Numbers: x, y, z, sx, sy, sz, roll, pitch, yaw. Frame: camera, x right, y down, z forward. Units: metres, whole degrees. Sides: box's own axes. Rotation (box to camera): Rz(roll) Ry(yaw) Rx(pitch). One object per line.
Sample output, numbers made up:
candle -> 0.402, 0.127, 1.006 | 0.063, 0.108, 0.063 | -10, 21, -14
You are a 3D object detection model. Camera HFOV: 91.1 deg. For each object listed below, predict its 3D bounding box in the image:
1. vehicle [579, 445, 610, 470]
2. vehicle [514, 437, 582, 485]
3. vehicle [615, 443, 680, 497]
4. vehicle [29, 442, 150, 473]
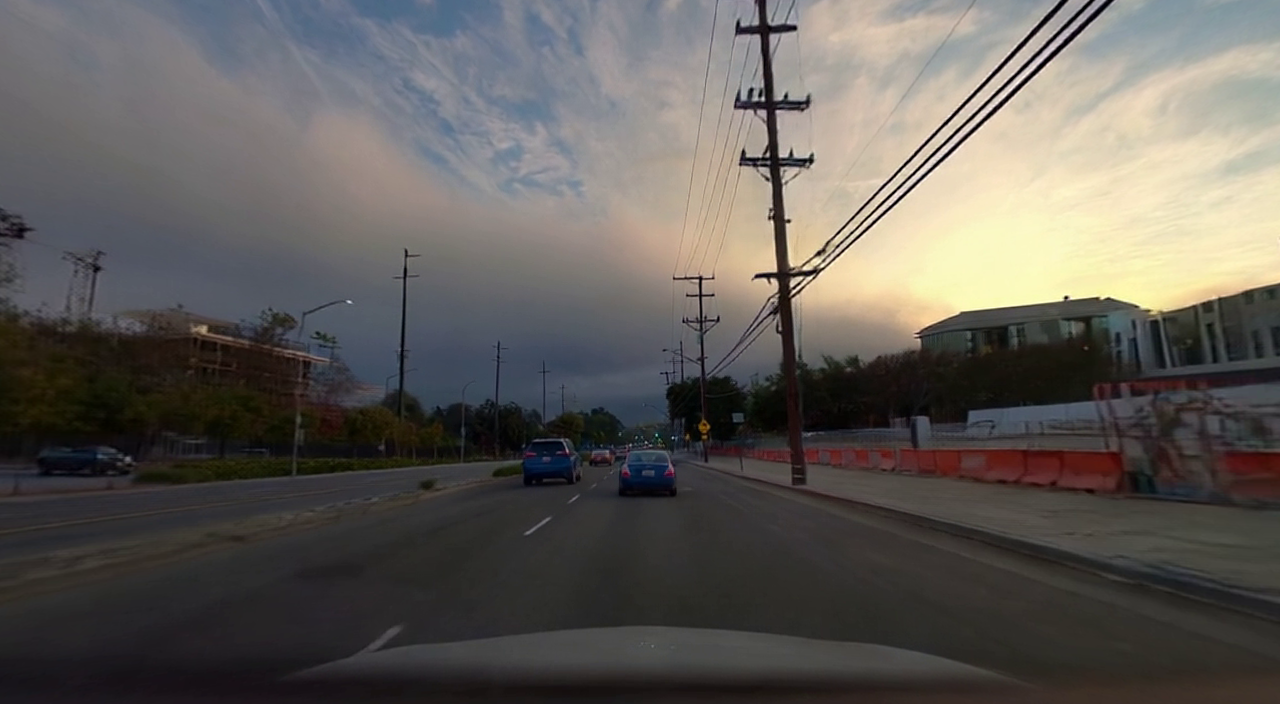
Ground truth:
vehicle -> -3.371, 7.934, 47.465 | 1.910, 1.713, 4.786 | 0, -8, 1
vehicle -> -3.698, 4.478, 26.060 | 2.078, 1.804, 4.387 | 0, -8, 2
vehicle -> 0.246, 4.038, 21.880 | 2.059, 1.691, 3.980 | 0, -8, 0
vehicle -> -31.884, 6.113, 36.457 | 5.155, 1.679, 1.934 | 0, -8, 0
